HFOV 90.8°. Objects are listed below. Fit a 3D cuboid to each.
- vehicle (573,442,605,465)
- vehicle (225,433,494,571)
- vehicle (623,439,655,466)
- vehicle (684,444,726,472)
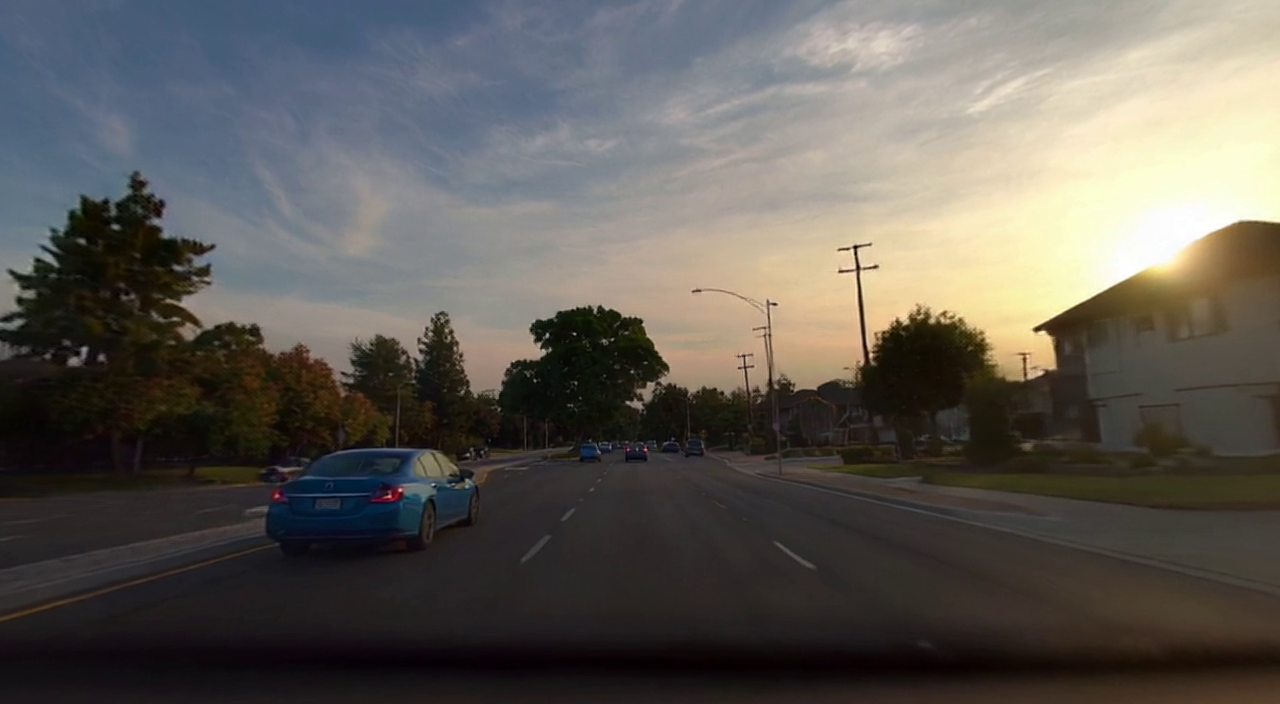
[{"bbox_3d":[-3.563,7.150,44.599,2.000,1.569,3.794,0,-8,-1],"label":"vehicle"},{"bbox_3d":[-3.534,1.945,9.094,1.844,1.451,4.543,0,-8,-1],"label":"vehicle"},{"bbox_3d":[-0.108,6.776,42.763,2.043,1.734,4.253,0,-8,-1],"label":"vehicle"},{"bbox_3d":[3.609,5.993,35.975,1.830,1.451,4.009,0,-8,-2],"label":"vehicle"}]
